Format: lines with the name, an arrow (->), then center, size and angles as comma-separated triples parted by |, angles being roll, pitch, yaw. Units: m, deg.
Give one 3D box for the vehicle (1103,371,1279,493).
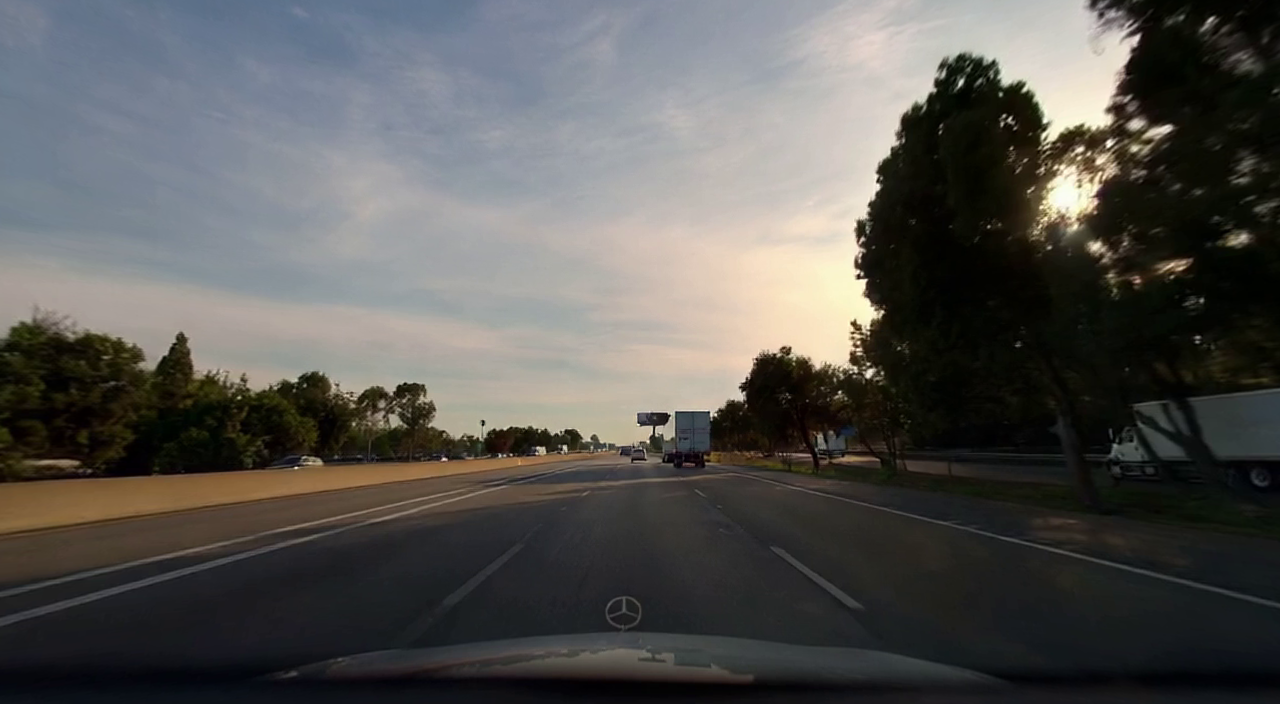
vehicle -> 21.040, 2.796, 21.469 | 2.926, 3.647, 10.810 | -1, -9, 4
